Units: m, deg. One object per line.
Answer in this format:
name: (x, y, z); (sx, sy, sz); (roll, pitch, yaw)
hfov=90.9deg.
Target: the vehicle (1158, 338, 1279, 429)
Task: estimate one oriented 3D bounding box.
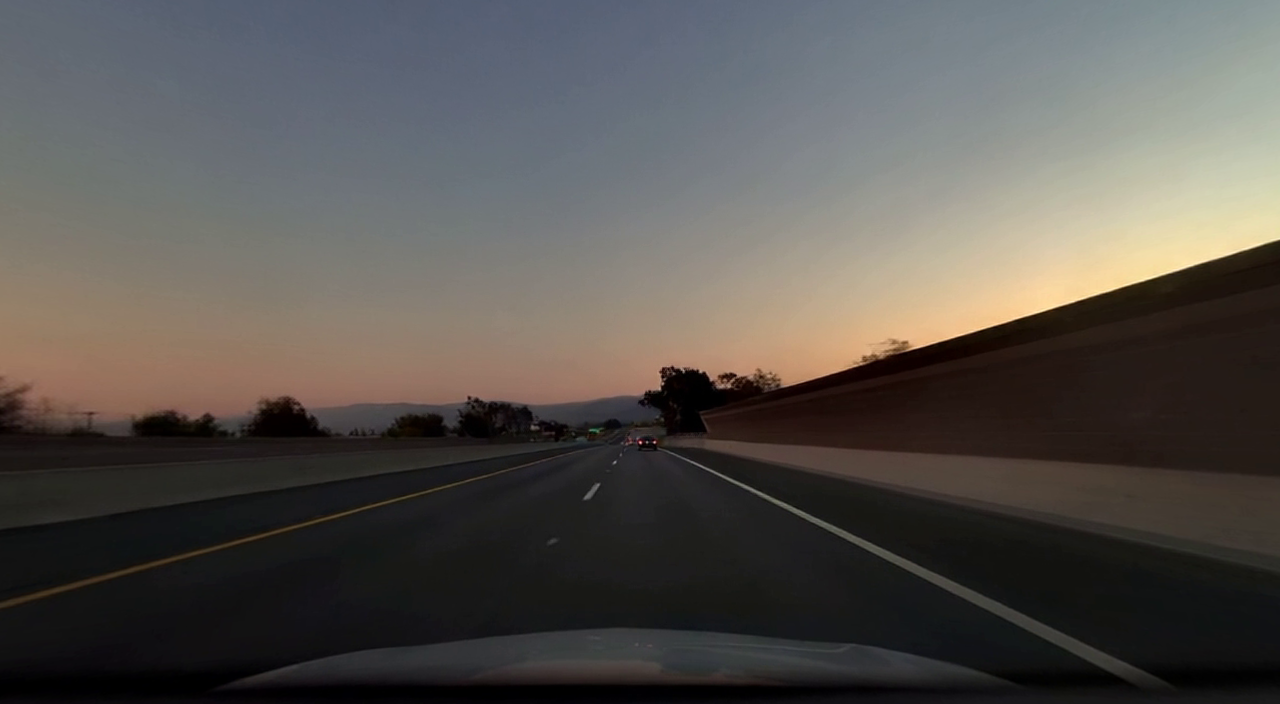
vehicle: (31.762, 1.417, 30.347); (2.932, 4.074, 14.330); (-5, -9, 7)
